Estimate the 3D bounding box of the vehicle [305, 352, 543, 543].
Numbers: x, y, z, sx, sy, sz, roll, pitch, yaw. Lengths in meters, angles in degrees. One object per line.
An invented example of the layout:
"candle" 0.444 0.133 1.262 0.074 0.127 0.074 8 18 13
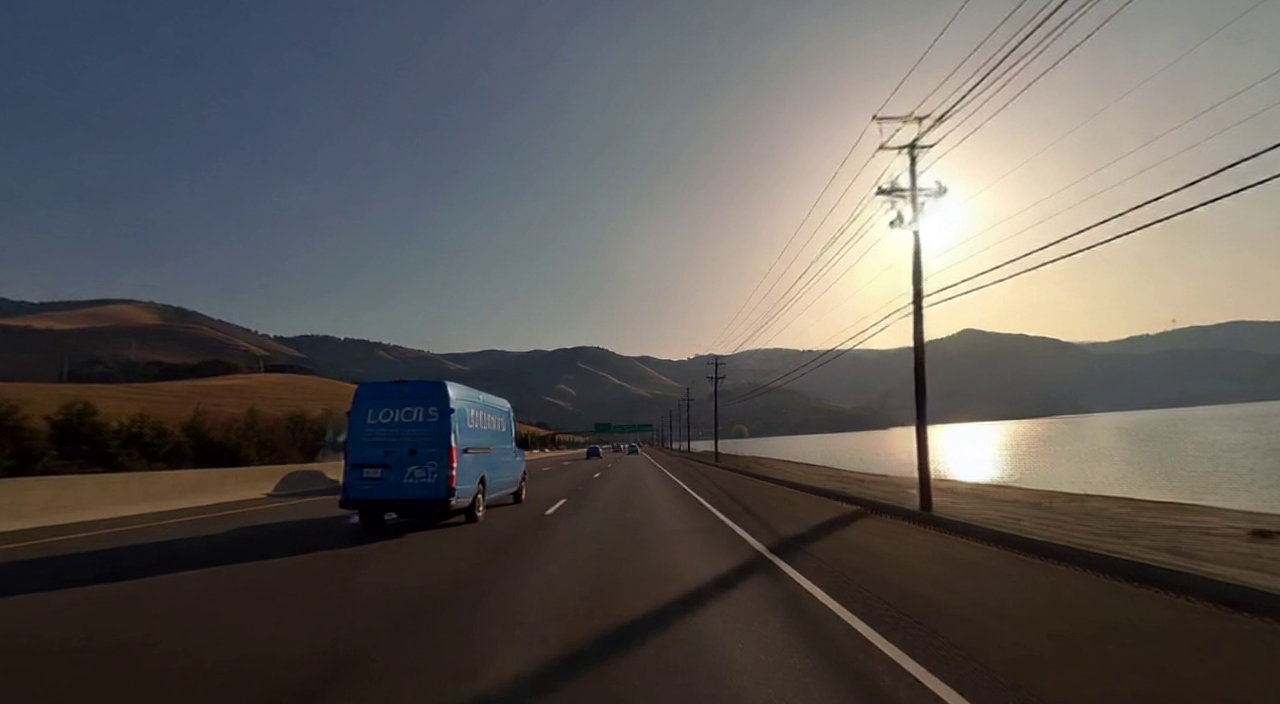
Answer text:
"vehicle" -3.634 1.853 12.530 2.331 2.757 6.581 0 -8 0
